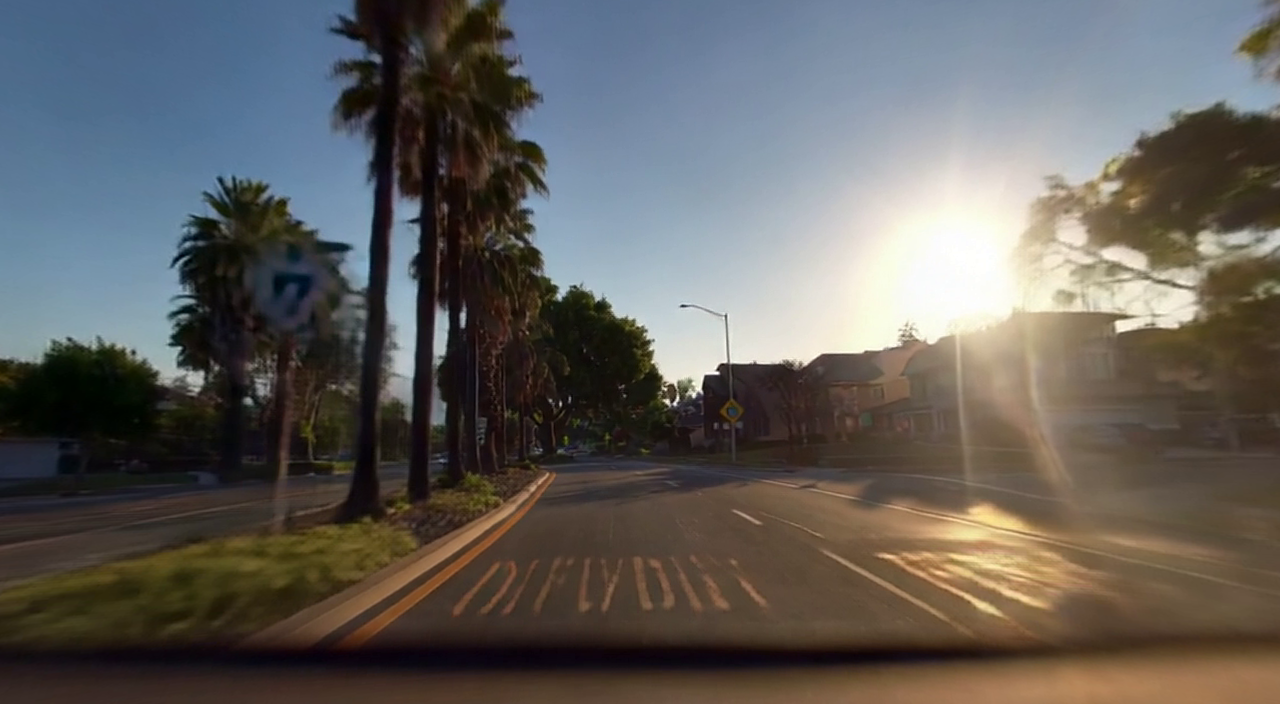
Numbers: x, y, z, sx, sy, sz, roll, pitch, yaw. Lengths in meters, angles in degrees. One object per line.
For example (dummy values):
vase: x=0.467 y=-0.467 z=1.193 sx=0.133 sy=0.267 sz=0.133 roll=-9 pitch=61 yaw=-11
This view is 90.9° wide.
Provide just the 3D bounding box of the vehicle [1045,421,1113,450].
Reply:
vehicle: x=24.643 y=4.684 z=35.516 sx=1.702 sy=1.536 sz=3.896 roll=-1 pitch=-7 yaw=12

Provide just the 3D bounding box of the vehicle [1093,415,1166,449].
vehicle: x=26.899 y=4.412 z=34.826 sx=1.994 sy=1.714 sz=4.222 roll=-2 pitch=-7 yaw=21

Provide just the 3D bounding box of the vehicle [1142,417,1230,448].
vehicle: x=30.636 y=4.557 z=35.484 sx=1.798 sy=1.621 sz=3.735 roll=-1 pitch=-9 yaw=6

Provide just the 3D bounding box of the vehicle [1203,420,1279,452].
vehicle: x=33.376 y=4.599 z=34.455 sx=1.854 sy=1.512 sz=4.082 roll=-6 pitch=-10 yaw=11
